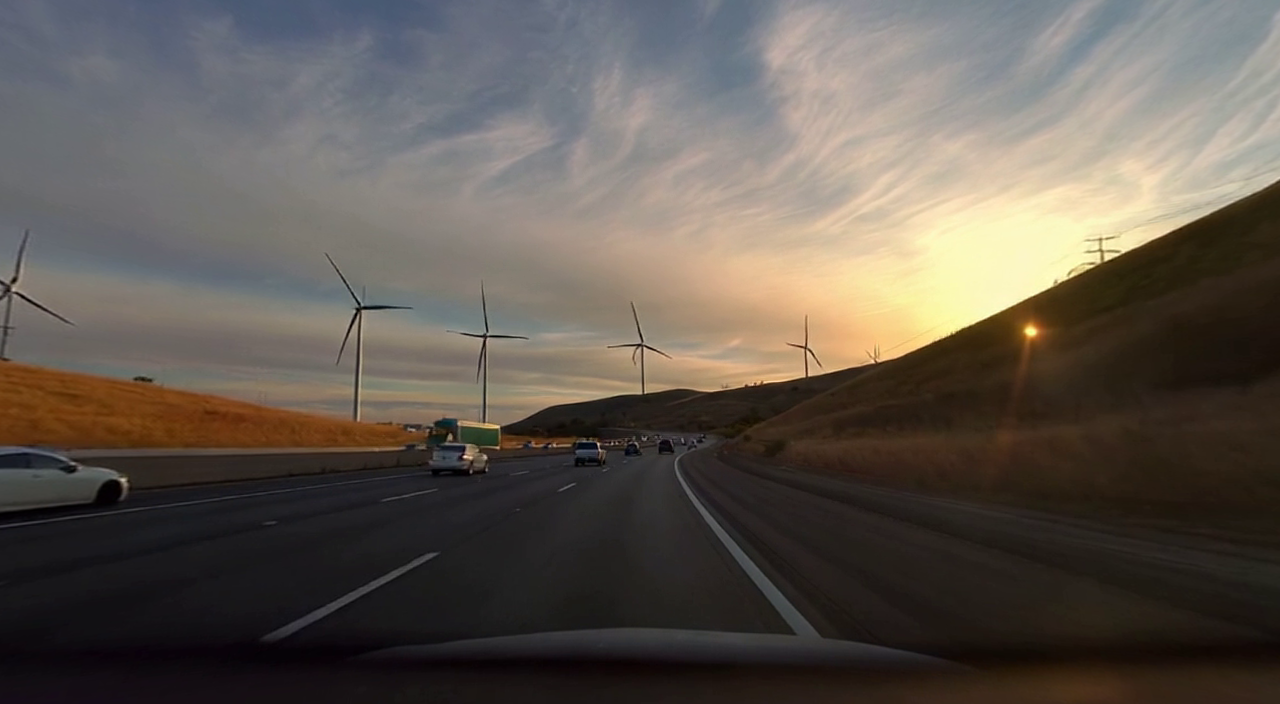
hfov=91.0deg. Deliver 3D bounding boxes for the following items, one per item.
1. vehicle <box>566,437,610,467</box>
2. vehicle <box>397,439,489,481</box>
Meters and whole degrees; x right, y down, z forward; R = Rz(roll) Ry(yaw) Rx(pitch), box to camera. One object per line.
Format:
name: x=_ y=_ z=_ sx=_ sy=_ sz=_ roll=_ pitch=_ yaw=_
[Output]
vehicle: x=-3.155 y=6.212 z=39.280 sx=2.118 sy=1.702 sz=4.355 roll=-1 pitch=-9 yaw=4
vehicle: x=-7.779 y=4.320 z=25.438 sx=2.015 sy=1.537 sz=4.728 roll=0 pitch=-9 yaw=2
